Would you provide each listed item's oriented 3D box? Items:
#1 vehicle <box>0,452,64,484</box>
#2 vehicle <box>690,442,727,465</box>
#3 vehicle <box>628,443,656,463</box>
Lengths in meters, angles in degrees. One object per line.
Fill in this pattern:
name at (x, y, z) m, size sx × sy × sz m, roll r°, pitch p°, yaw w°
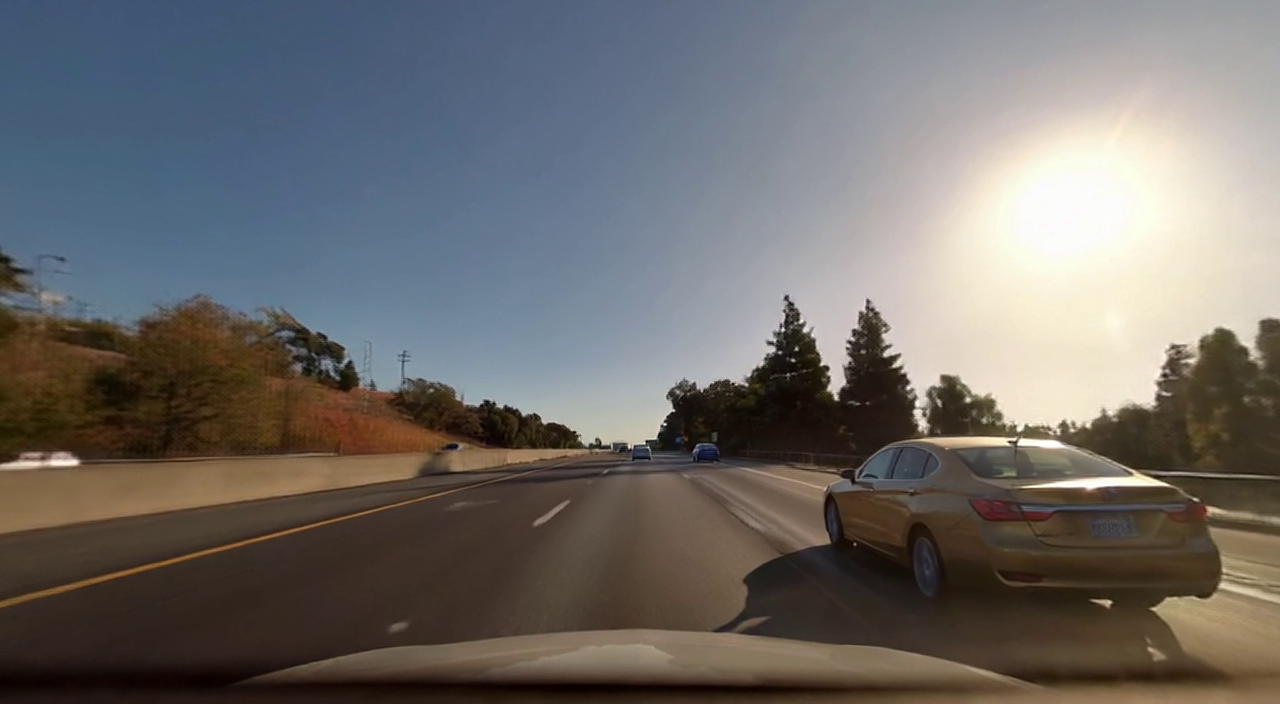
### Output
vehicle at (-32.903, 5.955, 32.363) m, size 1.846 × 1.532 × 4.728 m, roll 0°, pitch -8°, yaw 1°
vehicle at (4.708, 7.101, 44.005) m, size 2.008 × 1.524 × 4.598 m, roll 0°, pitch -8°, yaw -1°
vehicle at (0.131, 7.587, 47.326) m, size 2.052 × 1.449 × 3.857 m, roll 0°, pitch -8°, yaw 0°
